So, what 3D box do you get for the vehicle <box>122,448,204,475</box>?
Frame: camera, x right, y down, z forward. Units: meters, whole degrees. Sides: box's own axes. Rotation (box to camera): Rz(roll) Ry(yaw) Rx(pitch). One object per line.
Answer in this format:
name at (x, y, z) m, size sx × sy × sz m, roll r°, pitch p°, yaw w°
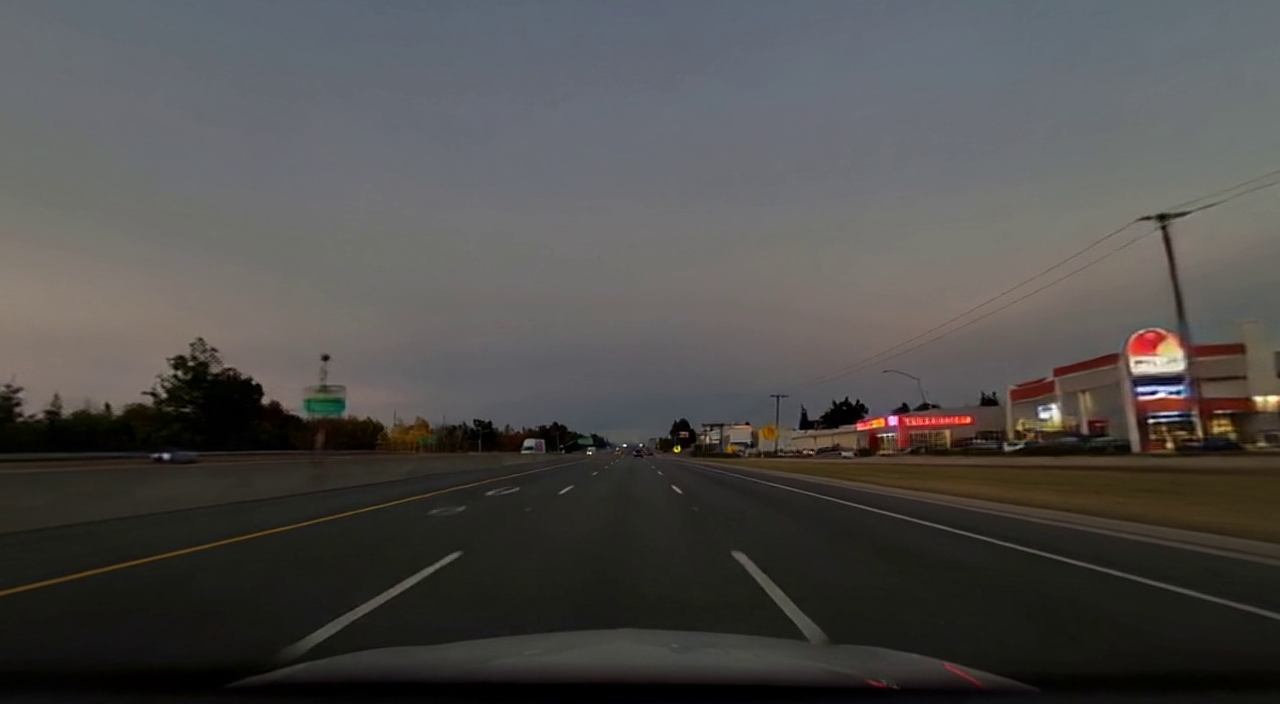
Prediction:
vehicle at (-30.100, 6.894, 39.938) m, size 1.914 × 1.618 × 4.488 m, roll 1°, pitch -9°, yaw -4°
